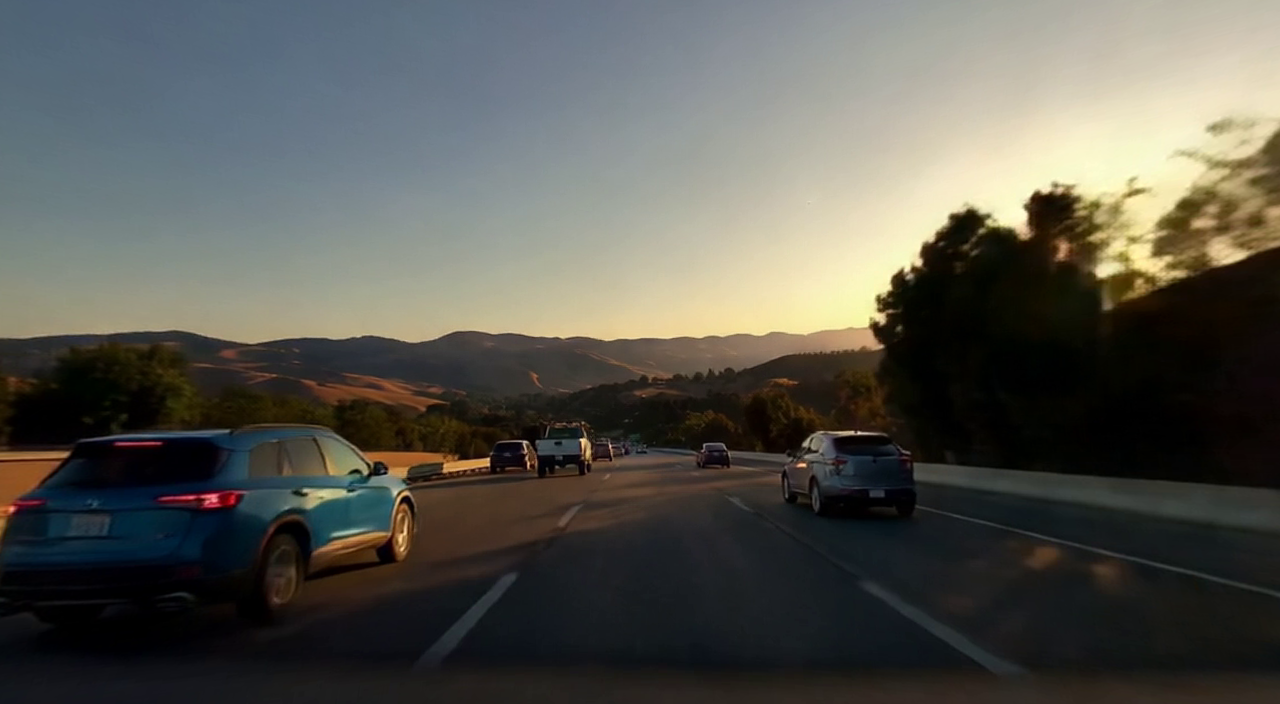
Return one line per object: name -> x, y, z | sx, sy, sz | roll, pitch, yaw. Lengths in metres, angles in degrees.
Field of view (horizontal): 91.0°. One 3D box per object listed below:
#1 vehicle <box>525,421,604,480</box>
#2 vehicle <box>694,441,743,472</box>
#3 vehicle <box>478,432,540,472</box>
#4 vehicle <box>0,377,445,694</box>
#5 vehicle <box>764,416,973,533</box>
vehicle -> -2.915, 4.025, 25.928 | 2.494, 2.136, 5.539 | 0, -8, 1
vehicle -> 4.251, 5.729, 34.889 | 2.071, 1.570, 4.637 | 0, -8, -1
vehicle -> -6.789, 5.258, 33.196 | 2.149, 1.922, 4.976 | 0, -8, 0
vehicle -> -3.487, 1.303, 5.607 | 2.080, 1.716, 4.207 | 0, -8, 1
vehicle -> 3.796, 2.134, 11.573 | 2.066, 1.696, 4.604 | 0, -8, -1
